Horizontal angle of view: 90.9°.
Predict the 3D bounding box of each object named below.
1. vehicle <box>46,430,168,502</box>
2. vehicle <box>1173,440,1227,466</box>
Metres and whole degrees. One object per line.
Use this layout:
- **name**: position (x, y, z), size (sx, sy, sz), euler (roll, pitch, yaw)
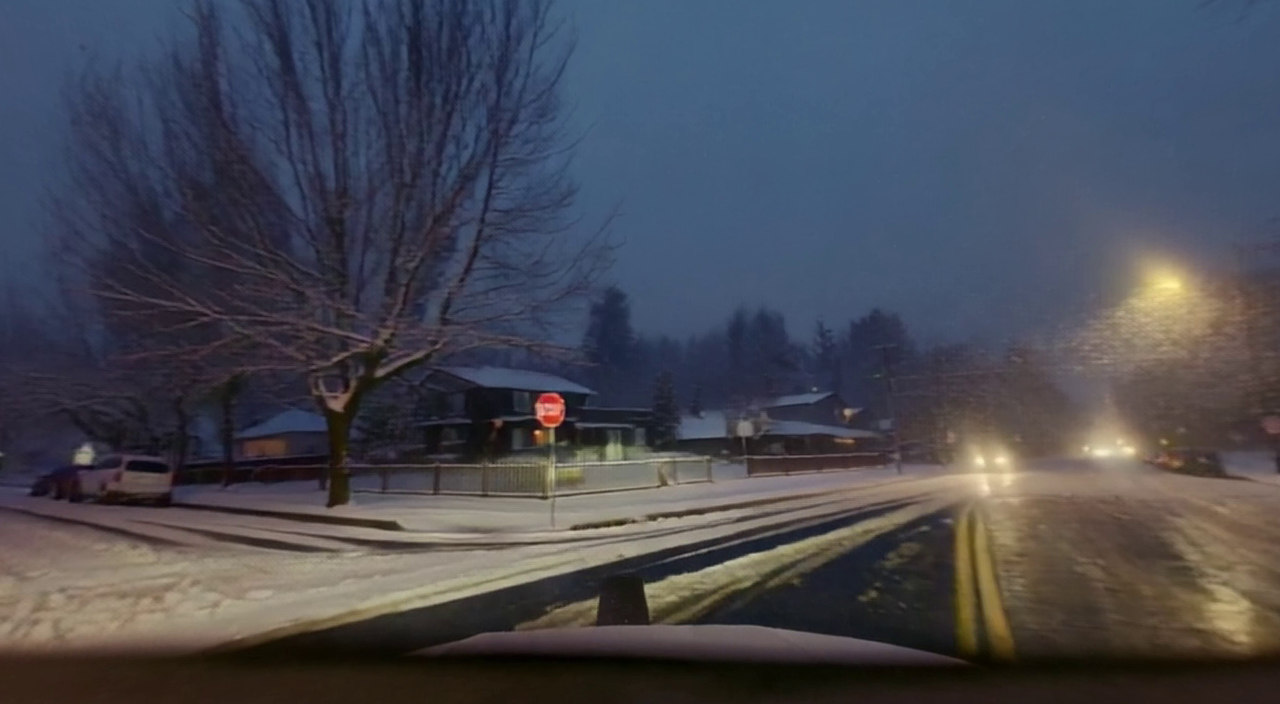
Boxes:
- **vehicle**: position (-25.940, 5.399, 30.603), size (6.380, 3.089, 2.718), euler (-6, -10, 35)
- **vehicle**: position (34.666, 6.246, 39.116), size (1.970, 1.530, 3.685), euler (-6, -10, 34)
